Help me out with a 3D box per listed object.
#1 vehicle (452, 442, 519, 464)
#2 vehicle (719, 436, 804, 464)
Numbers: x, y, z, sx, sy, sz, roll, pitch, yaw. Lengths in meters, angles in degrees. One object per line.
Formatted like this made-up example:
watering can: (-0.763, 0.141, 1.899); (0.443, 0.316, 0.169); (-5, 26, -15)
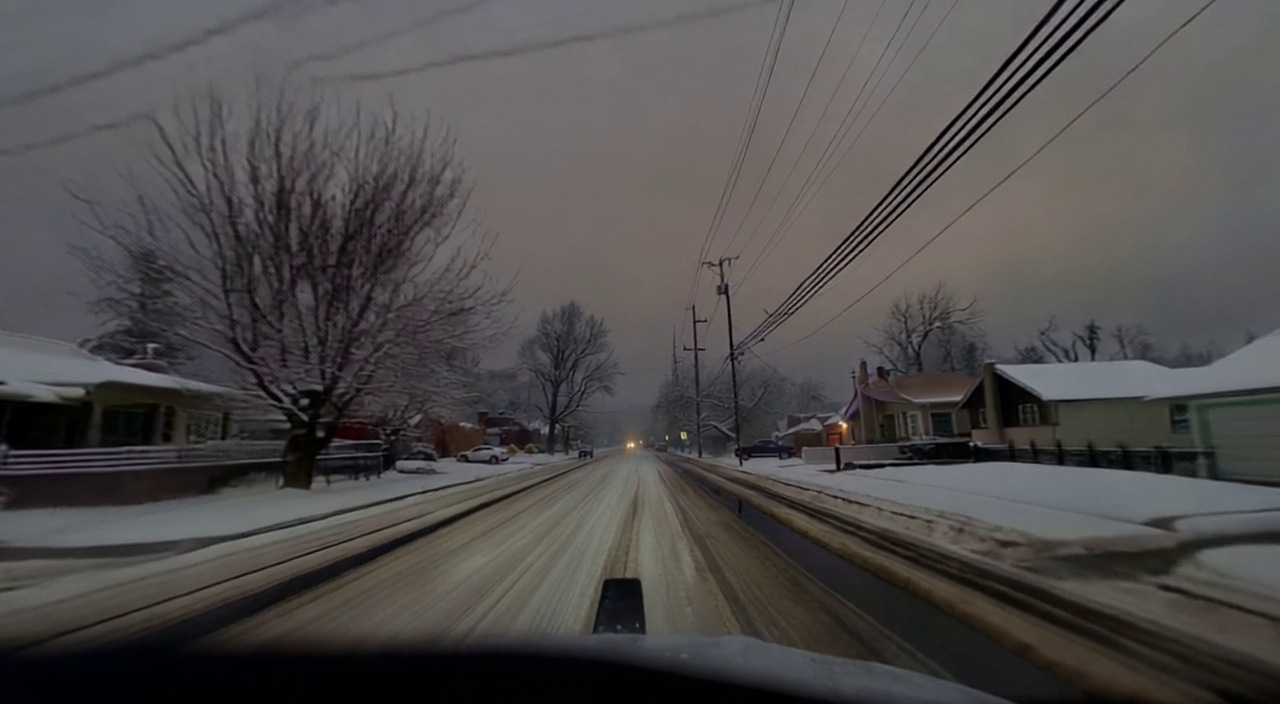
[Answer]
vehicle: (-11.114, 7.299, 45.598); (4.371, 1.482, 1.954); (0, -9, -2)
vehicle: (9.239, 7.493, 48.487); (5.890, 1.896, 2.459); (-1, -8, -3)
